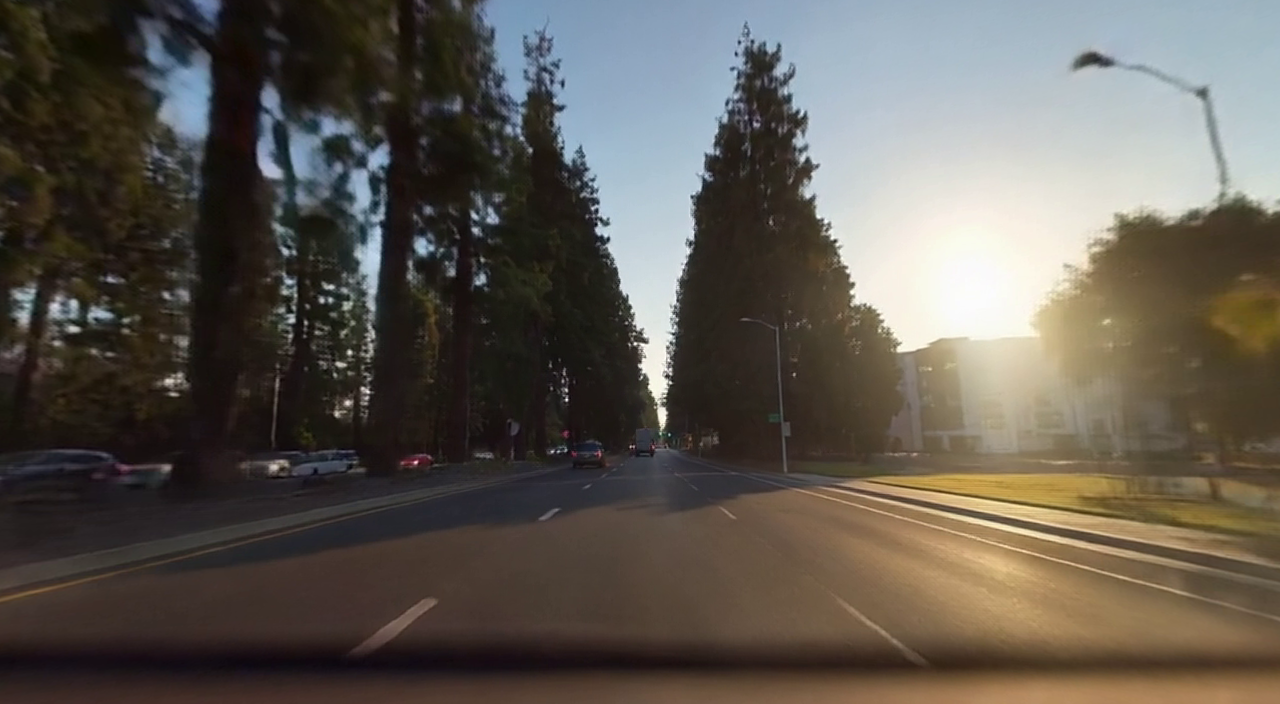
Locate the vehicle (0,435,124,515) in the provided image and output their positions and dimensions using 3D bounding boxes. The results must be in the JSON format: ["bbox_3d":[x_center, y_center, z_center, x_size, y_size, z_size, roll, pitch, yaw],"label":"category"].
[{"bbox_3d":[-15.796,3.019,15.773,2.182,1.790,4.713,1,-9,-8],"label":"vehicle"}]

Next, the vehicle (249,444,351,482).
[{"bbox_3d":[-16.704,5.440,31.338,2.225,1.719,4.915,0,-8,2],"label":"vehicle"}]

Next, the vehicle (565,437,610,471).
[{"bbox_3d":[-3.185,6.293,39.099,2.255,1.940,4.822,0,-8,1],"label":"vehicle"}]

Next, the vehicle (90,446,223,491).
[{"bbox_3d":[-20.157,4.842,26.586,2.002,1.691,4.375,0,-8,2],"label":"vehicle"}]
